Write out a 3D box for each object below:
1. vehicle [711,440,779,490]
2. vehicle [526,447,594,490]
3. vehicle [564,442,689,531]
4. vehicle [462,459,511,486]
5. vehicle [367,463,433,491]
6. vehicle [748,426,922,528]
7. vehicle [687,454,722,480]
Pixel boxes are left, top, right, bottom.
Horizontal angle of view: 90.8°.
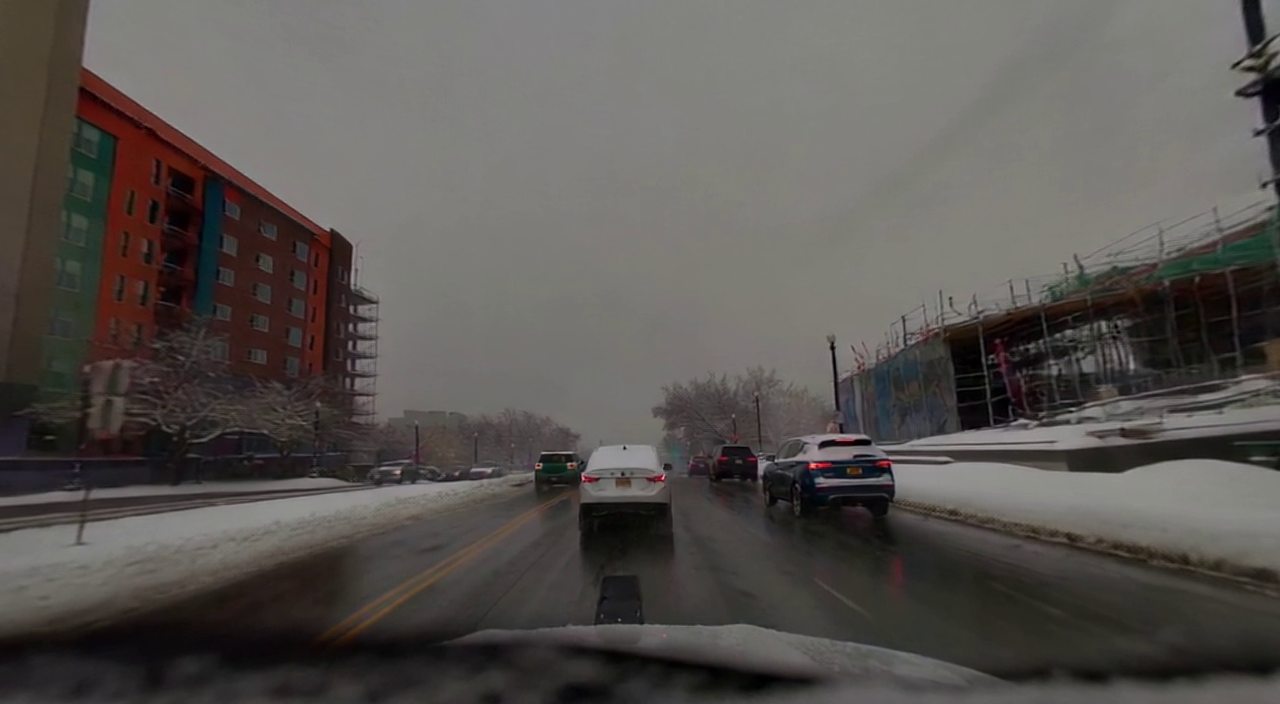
[{"bbox_3d":[4.286,4.695,26.661,2.124,1.896,4.914,0,-8,1],"label":"vehicle"},{"bbox_3d":[-3.392,5.028,27.665,2.201,1.691,4.305,-1,-8,3],"label":"vehicle"},{"bbox_3d":[-0.168,2.619,12.917,2.131,1.496,4.193,0,-8,2],"label":"vehicle"},{"bbox_3d":[-11.300,8.865,46.689,2.202,1.714,4.509,-1,-8,4],"label":"vehicle"},{"bbox_3d":[-15.165,7.897,40.172,2.078,1.496,4.769,-1,-8,4],"label":"vehicle"},{"bbox_3d":[3.923,2.600,13.821,2.185,1.797,4.934,0,-8,0],"label":"vehicle"},{"bbox_3d":[4.334,7.772,42.971,2.115,1.636,4.104,0,-8,2],"label":"vehicle"}]
